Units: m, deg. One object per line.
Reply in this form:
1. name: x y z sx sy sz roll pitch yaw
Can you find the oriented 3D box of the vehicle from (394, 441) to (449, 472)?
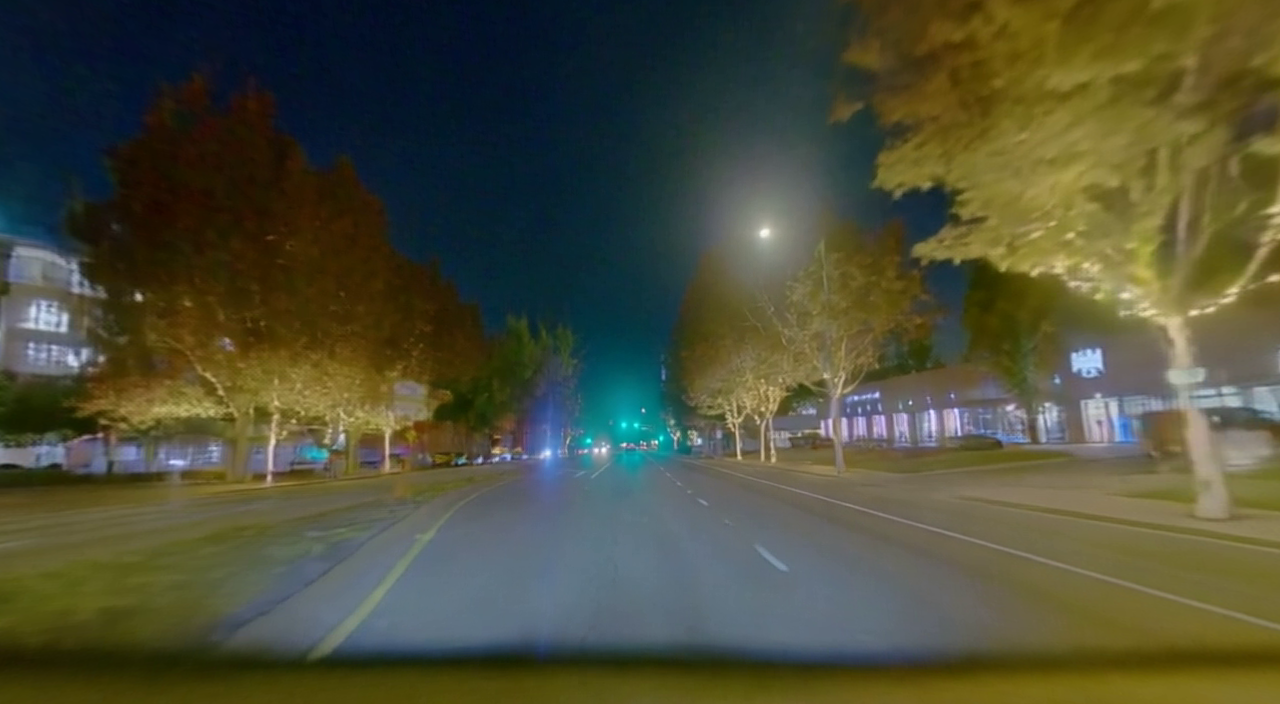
1. vehicle: -16.008 7.721 46.638 2.246 2.081 5.416 -1 -9 -1
